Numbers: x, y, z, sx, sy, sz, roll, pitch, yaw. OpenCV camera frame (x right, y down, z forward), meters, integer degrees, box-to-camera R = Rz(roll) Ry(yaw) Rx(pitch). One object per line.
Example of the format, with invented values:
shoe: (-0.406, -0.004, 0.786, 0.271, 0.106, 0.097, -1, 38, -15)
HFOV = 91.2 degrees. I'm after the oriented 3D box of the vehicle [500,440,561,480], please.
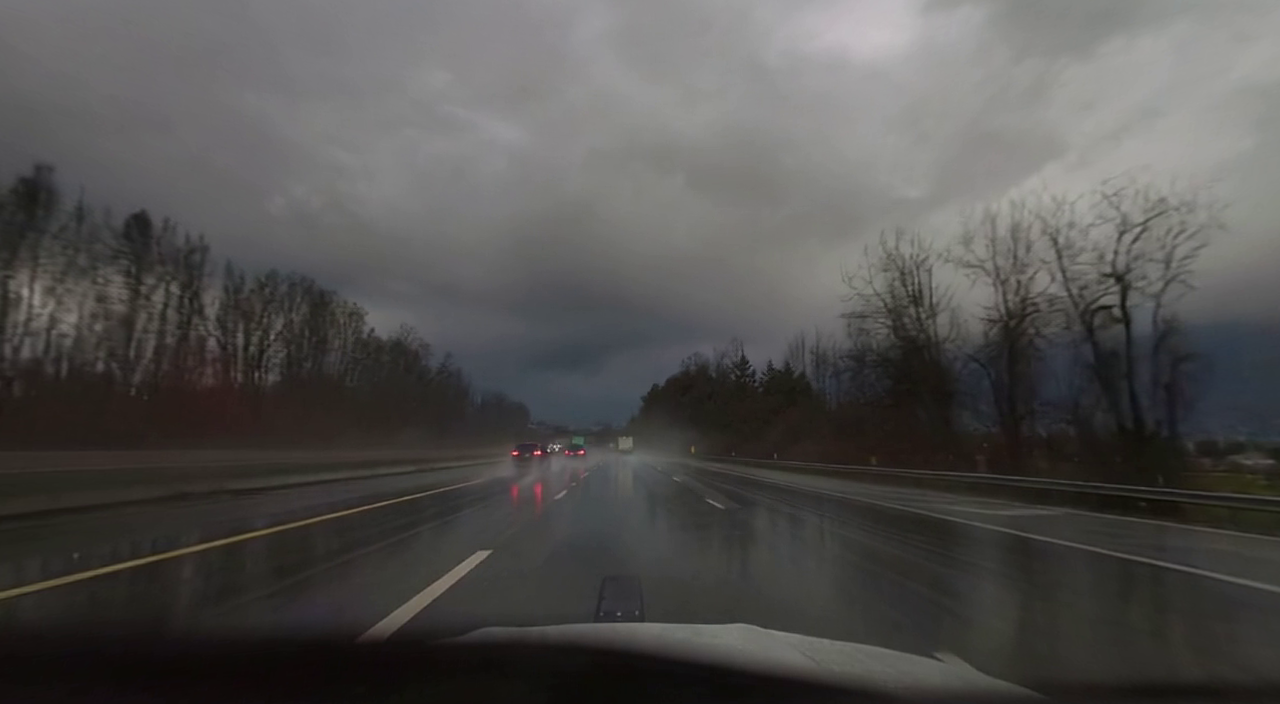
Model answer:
vehicle: (-5.057, 5.037, 29.546, 2.151, 1.693, 4.201, 0, -9, -1)
